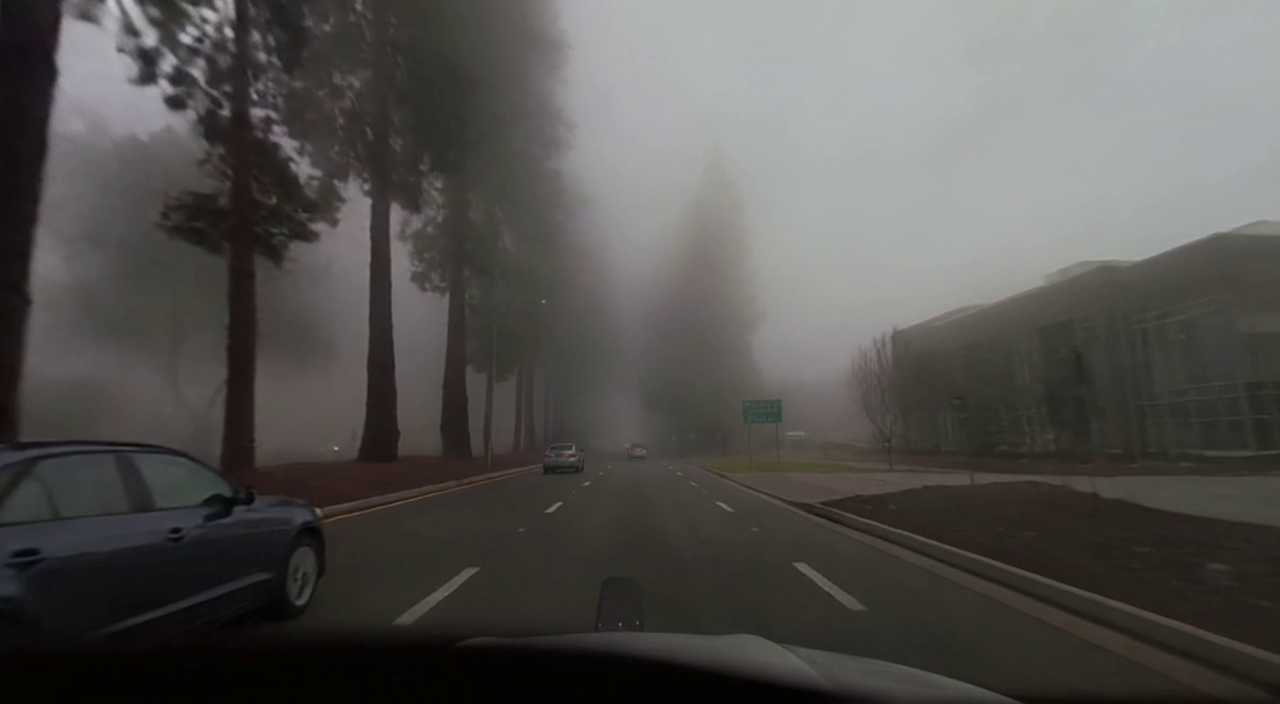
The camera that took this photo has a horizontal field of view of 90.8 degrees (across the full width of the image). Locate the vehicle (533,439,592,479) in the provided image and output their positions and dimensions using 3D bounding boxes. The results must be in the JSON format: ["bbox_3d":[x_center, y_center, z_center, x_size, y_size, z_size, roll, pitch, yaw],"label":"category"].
[{"bbox_3d":[-3.267,4.612,27.420,1.942,1.588,4.172,0,-9,1],"label":"vehicle"}]

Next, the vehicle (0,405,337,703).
[{"bbox_3d":[-3.433,1.025,2.934,1.862,1.478,4.369,0,-8,0],"label":"vehicle"}]
